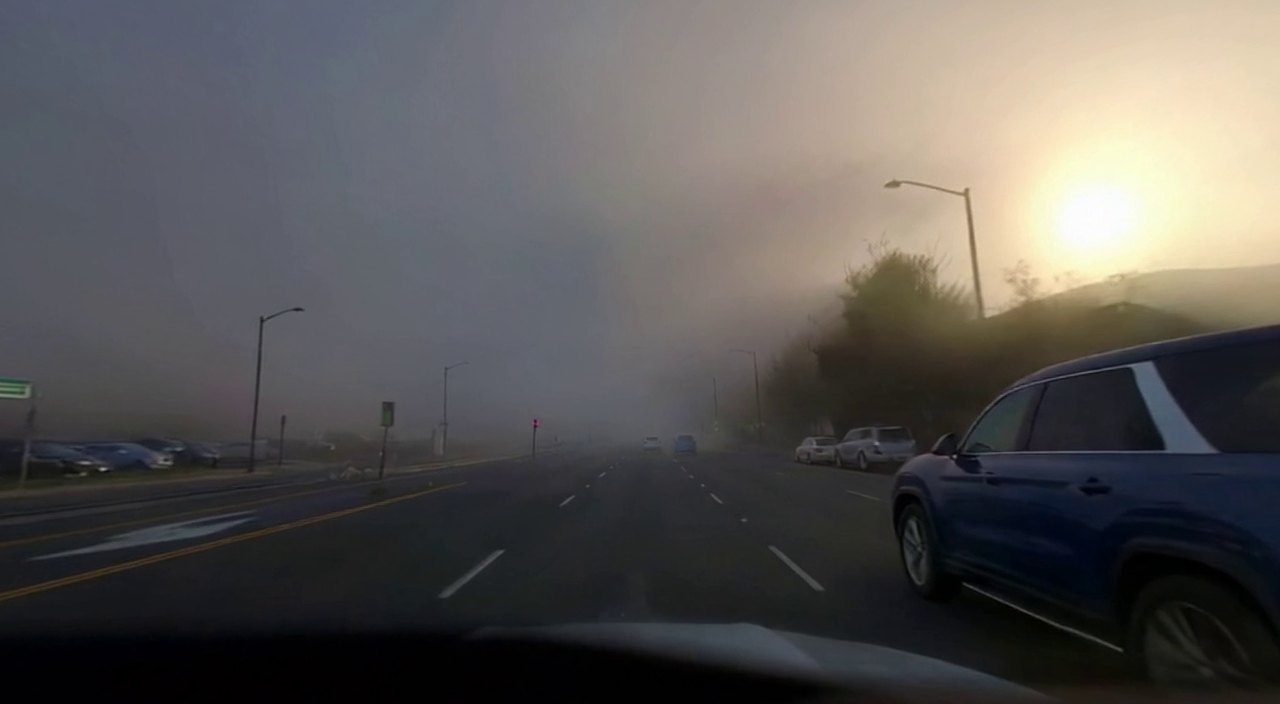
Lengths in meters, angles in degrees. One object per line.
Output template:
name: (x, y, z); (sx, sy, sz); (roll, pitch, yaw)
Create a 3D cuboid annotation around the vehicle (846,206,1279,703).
vehicle: (3.069, 0.802, 3.538); (2.246, 1.963, 4.777); (0, -8, 1)

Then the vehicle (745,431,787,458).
vehicle: (8.260, 6.095, 41.484); (1.960, 1.693, 4.452); (0, -8, 2)
